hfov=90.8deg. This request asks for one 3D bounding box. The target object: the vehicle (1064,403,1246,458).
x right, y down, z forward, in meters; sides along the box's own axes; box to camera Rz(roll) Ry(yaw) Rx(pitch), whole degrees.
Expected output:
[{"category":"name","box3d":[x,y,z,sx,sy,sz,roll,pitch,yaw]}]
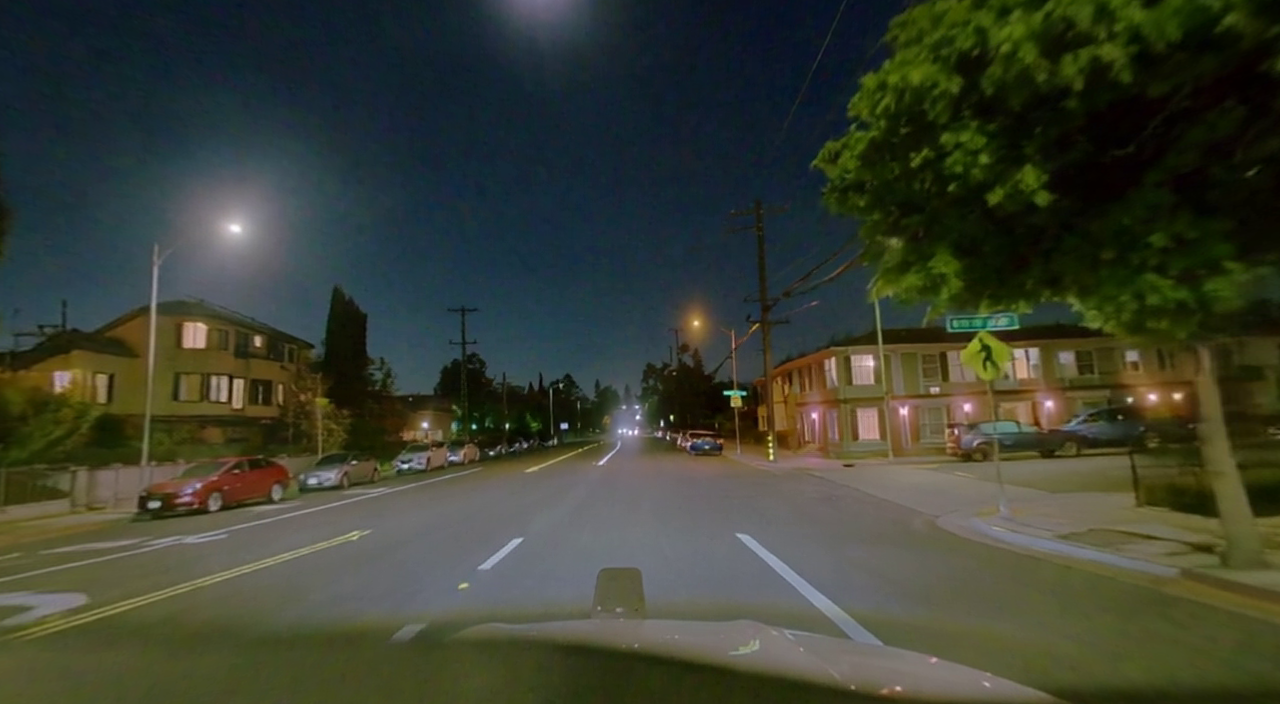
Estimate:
[{"category":"vehicle","box3d":[19.442,3.002,24.046,4.973,1.974,2.140,0,-9,0]}]

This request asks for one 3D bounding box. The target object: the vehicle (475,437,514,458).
[{"category":"vehicle","box3d":[-11.225,7.431,49.028,2.051,1.520,4.374,0,-9,-1]}]

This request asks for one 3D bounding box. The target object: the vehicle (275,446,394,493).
[{"category":"vehicle","box3d":[-11.130,4.272,23.444,2.082,1.540,4.654,0,-9,0]}]

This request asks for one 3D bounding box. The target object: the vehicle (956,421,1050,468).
[{"category":"vehicle","box3d":[13.831,3.469,23.959,2.122,1.474,4.313,-10,-10,41]}]

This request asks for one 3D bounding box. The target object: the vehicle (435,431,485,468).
[{"category":"vehicle","box3d":[-11.353,6.107,40.118,1.926,1.998,4.447,-4,-6,-2]}]

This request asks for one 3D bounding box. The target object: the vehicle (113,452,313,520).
[{"category":"vehicle","box3d":[-11.097,3.468,16.966,1.970,1.523,4.702,-1,-9,2]}]

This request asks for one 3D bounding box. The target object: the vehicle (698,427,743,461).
[{"category":"vehicle","box3d":[4.309,4.998,34.252,1.867,1.680,4.176,0,-9,0]}]

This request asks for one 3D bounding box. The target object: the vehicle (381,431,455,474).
[{"category":"vehicle","box3d":[-11.194,5.110,32.224,2.056,1.980,4.763,0,-9,-1]}]
